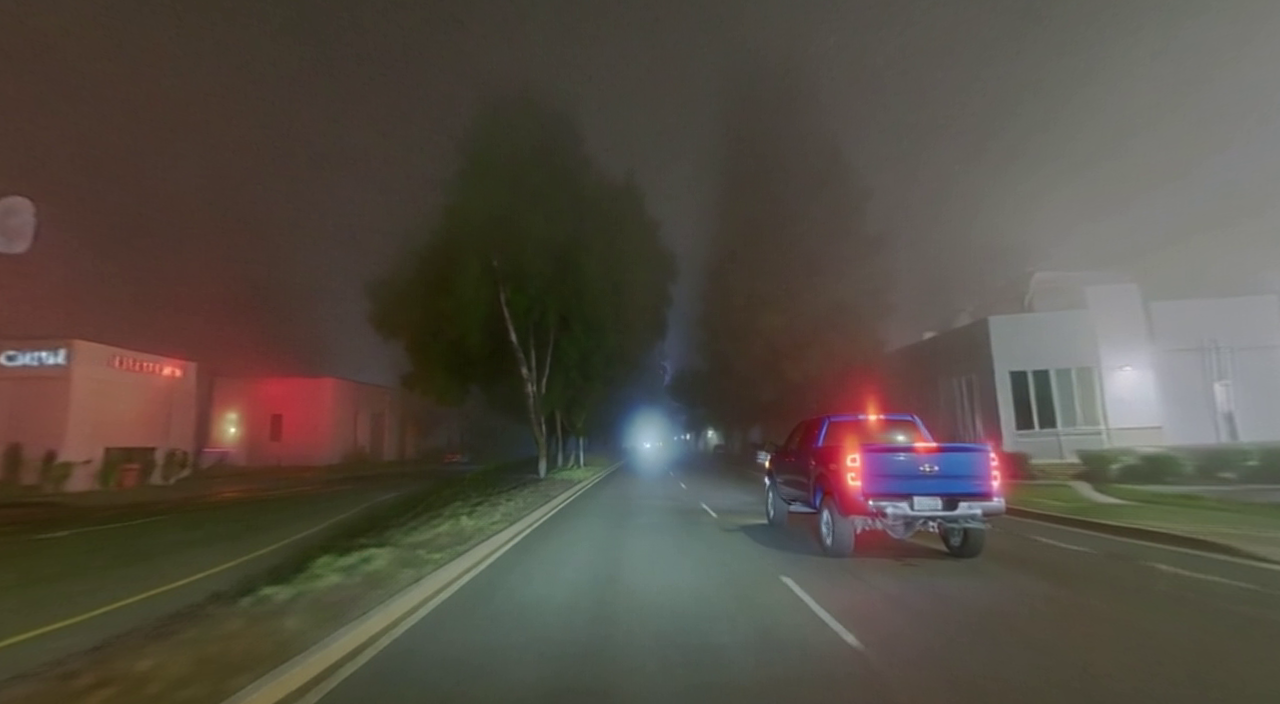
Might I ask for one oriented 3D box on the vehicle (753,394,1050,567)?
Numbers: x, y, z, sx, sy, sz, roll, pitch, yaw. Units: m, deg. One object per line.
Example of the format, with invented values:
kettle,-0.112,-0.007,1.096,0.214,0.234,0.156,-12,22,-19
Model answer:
vehicle,3.280,1.770,9.462,2.085,1.828,5.383,0,-8,-1
